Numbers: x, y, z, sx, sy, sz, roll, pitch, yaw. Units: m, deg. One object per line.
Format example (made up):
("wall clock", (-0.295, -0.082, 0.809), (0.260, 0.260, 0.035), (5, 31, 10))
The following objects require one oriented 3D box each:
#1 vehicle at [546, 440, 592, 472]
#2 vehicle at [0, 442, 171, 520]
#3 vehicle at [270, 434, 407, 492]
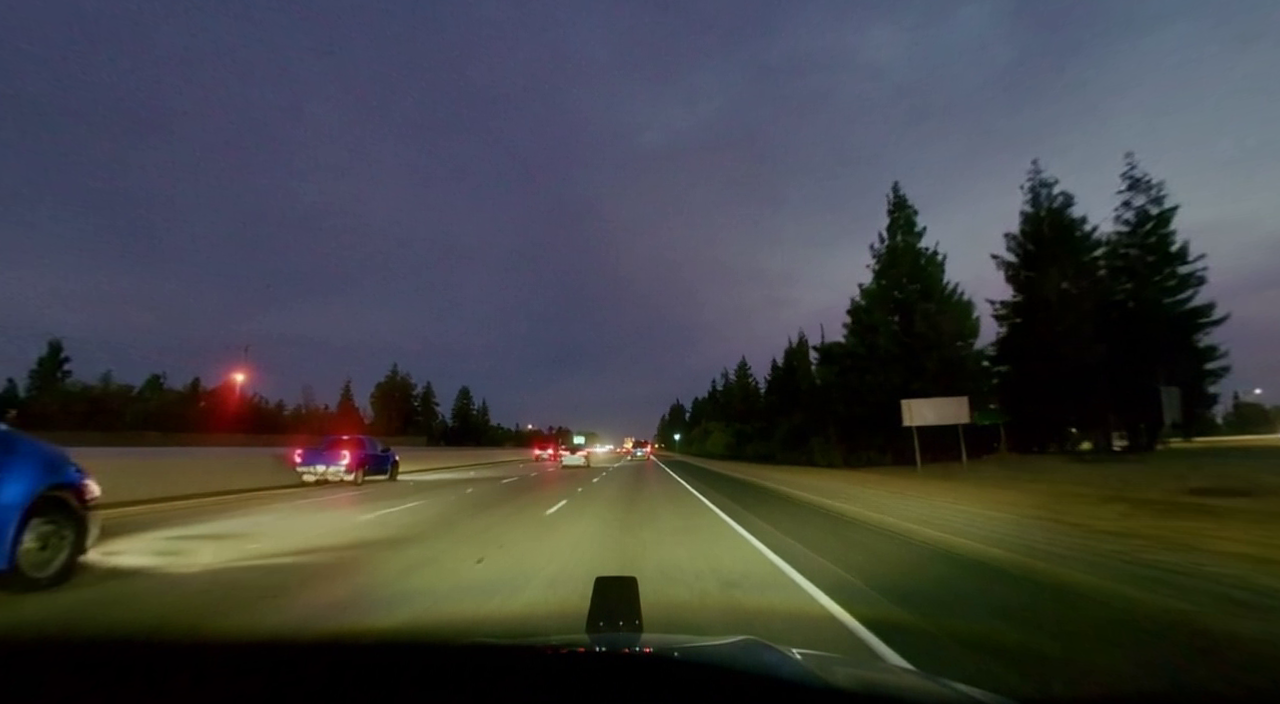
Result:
("vehicle", (-4.003, 5.945, 36.078), (2.094, 1.695, 4.260), (0, -9, 1))
("vehicle", (-13.789, 2.954, 14.969), (1.899, 1.565, 4.358), (0, -9, 0))
("vehicle", (-10.264, 3.825, 22.072), (2.146, 1.764, 5.510), (0, -9, -1))
